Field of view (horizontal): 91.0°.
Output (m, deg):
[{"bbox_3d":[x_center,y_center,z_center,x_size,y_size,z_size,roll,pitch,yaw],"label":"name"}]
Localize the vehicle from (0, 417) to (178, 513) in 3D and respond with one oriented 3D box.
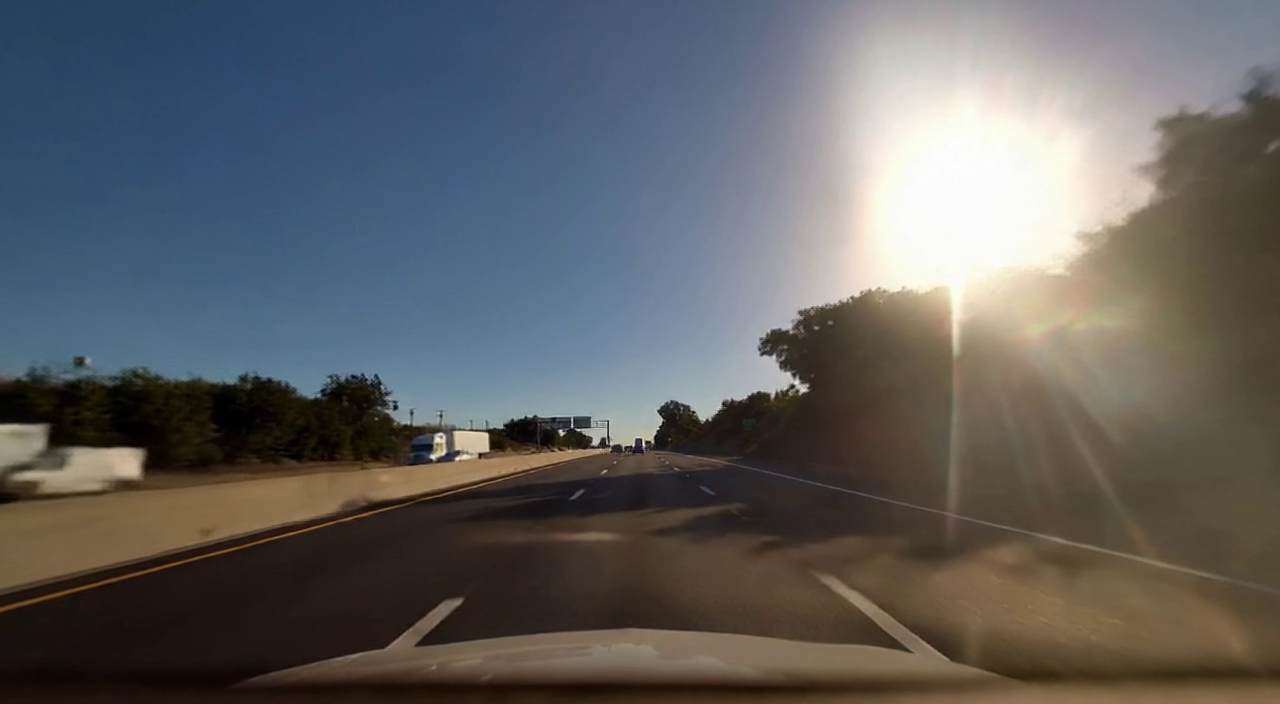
[{"bbox_3d":[-18.968,3.703,21.190,2.424,2.756,5.523,0,-8,1],"label":"vehicle"}]
